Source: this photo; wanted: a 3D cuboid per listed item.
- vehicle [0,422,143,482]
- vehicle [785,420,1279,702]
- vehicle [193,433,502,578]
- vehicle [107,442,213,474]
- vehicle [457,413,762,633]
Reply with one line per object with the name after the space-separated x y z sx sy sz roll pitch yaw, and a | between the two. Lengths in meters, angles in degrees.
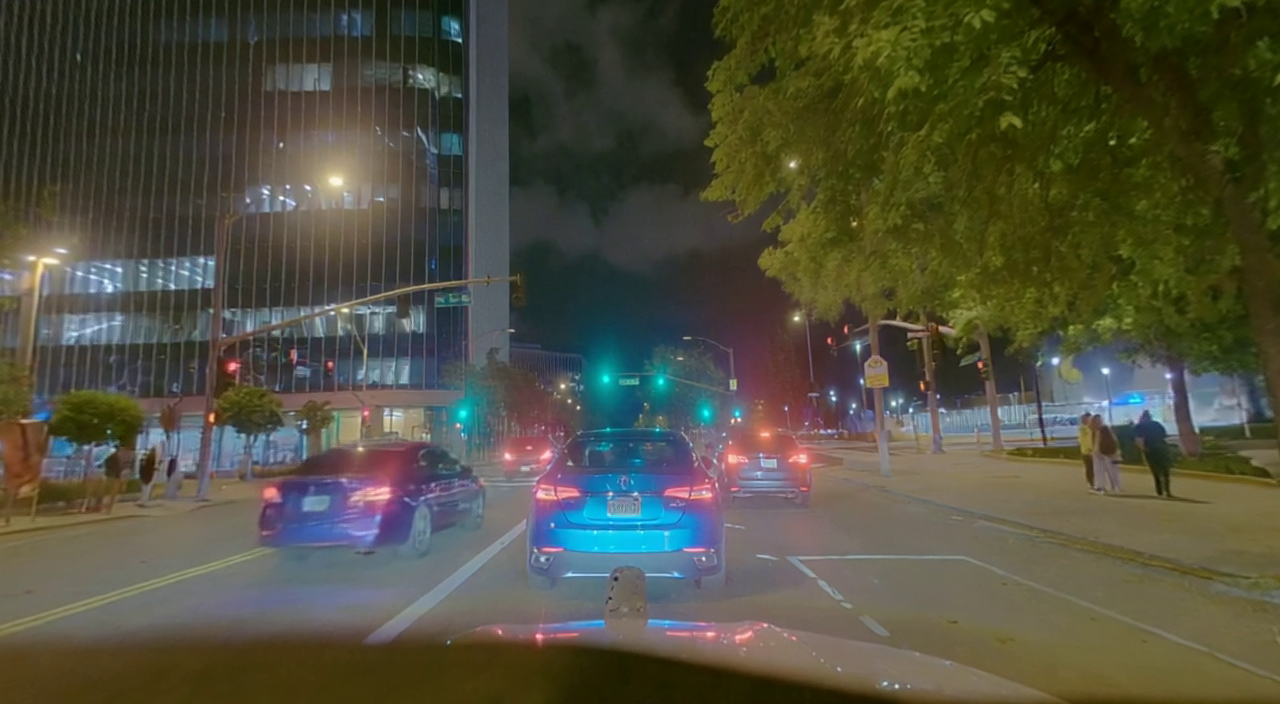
-30.101 5.115 32.314 6.756 2.955 2.367 0 -8 -1 | vehicle
2.749 1.406 5.444 1.952 1.464 4.165 0 -8 -1 | vehicle
-3.441 1.867 8.597 1.957 1.427 4.531 0 -8 1 | vehicle
-33.748 7.445 44.284 5.598 2.130 2.121 0 -8 -2 | vehicle
-0.274 1.465 6.389 2.072 1.476 4.078 0 -8 -2 | vehicle
